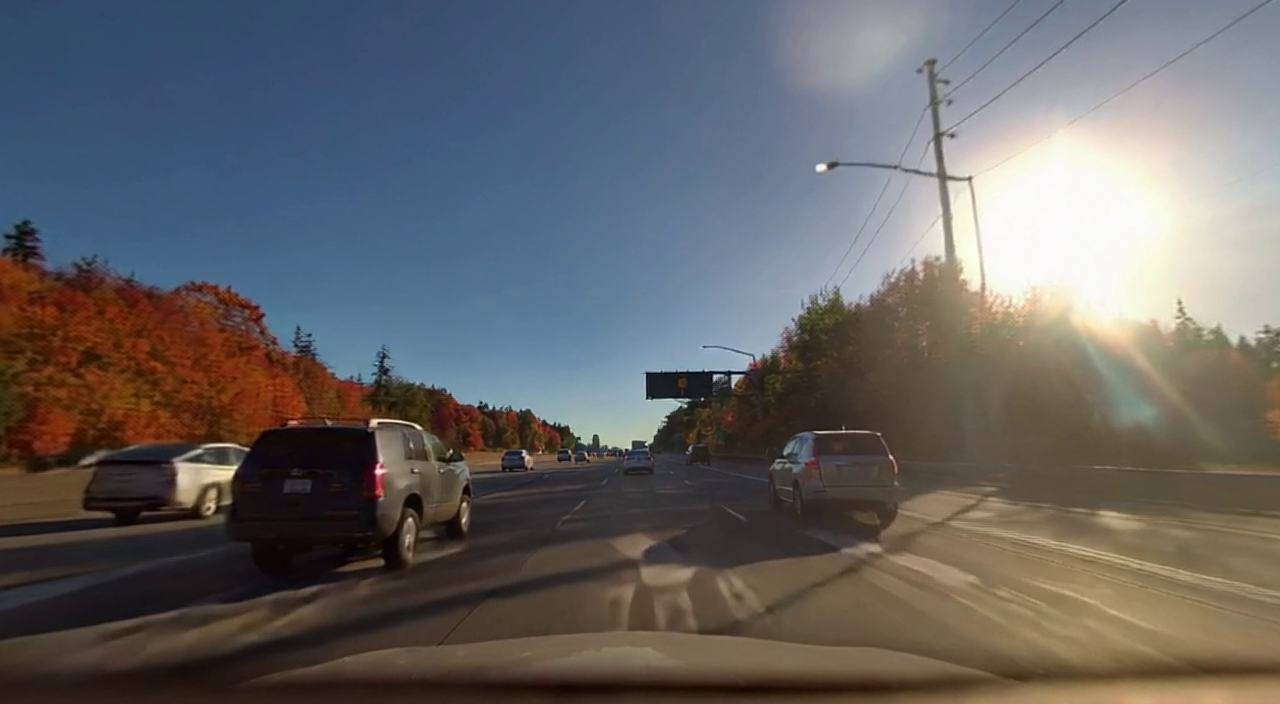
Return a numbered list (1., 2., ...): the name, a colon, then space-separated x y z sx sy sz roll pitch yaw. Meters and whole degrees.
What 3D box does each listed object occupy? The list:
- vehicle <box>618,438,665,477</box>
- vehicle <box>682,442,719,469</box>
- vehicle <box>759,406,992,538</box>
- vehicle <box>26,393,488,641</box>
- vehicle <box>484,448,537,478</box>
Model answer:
1. vehicle: 0.102 5.748 34.451 2.372 1.957 5.121 0 -9 0
2. vehicle: 4.736 8.186 49.918 2.380 1.976 5.614 0 -9 0
3. vehicle: 4.149 2.291 12.580 2.388 1.998 5.749 0 -9 0
4. vehicle: -3.316 1.544 6.864 2.154 1.783 4.476 0 -9 0
5. vehicle: -7.216 6.239 35.624 2.014 1.526 4.577 0 -9 0
